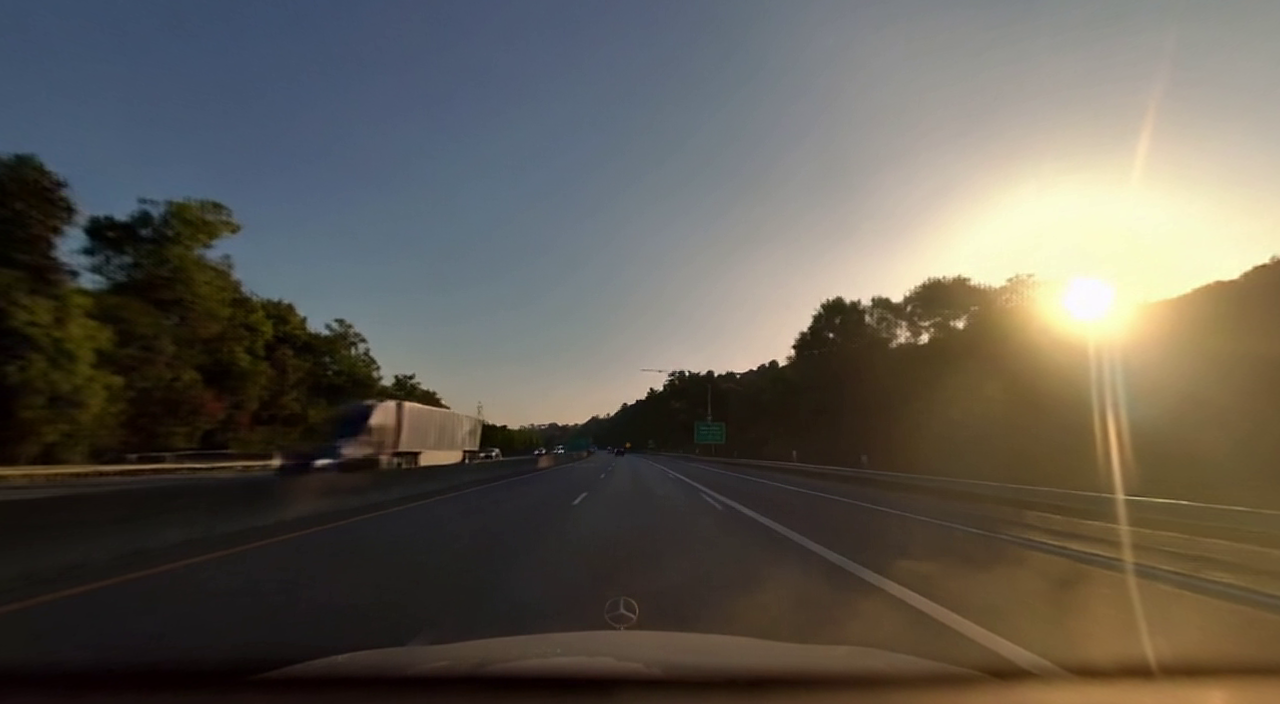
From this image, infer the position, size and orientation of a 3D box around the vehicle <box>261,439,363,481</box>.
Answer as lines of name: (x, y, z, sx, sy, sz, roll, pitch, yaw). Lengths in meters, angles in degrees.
vehicle: (-12.668, 4.211, 24.623, 1.821, 1.470, 4.090, 0, -9, -1)
